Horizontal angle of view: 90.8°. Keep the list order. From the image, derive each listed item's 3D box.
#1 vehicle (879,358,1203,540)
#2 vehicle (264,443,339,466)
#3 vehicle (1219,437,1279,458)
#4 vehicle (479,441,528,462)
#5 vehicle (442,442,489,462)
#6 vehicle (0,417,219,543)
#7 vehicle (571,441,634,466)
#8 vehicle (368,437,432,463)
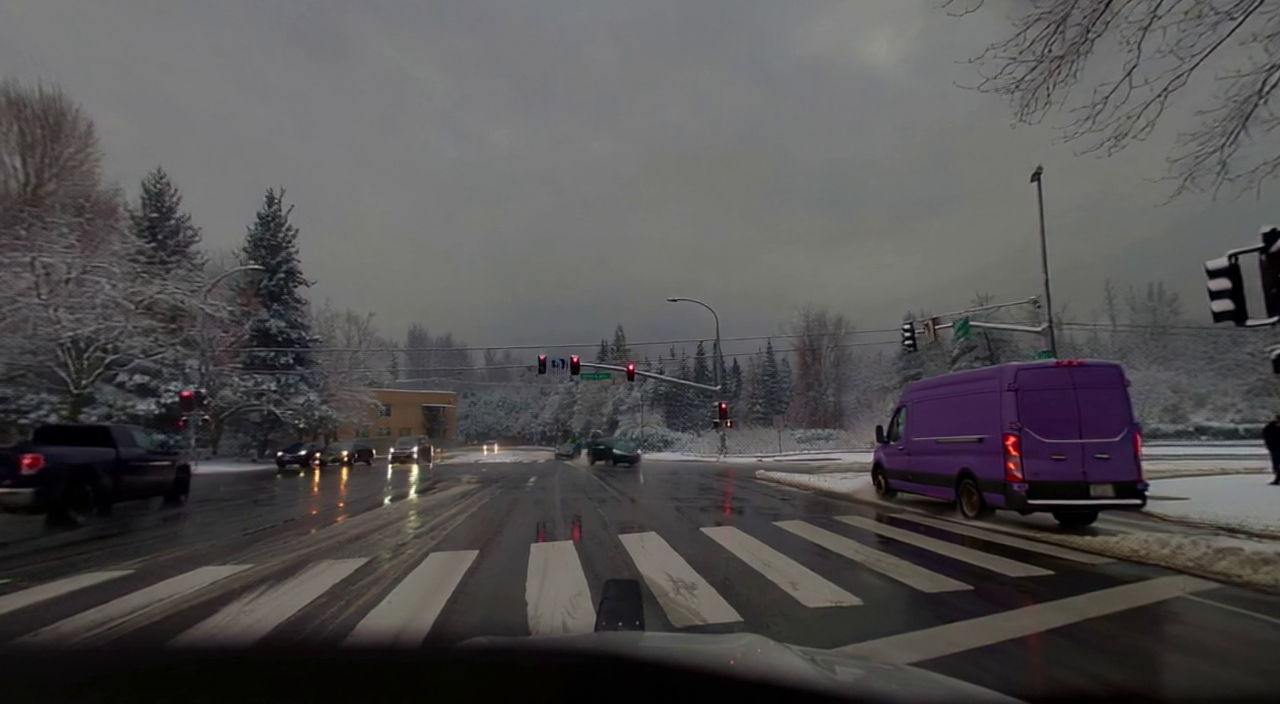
[{"bbox_3d":[6.565,1.733,11.486,2.332,2.511,5.326,0,-9,0],"label":"vehicle"},{"bbox_3d":[-21.830,6.643,41.000,1.859,1.415,4.591,-1,-9,8],"label":"vehicle"},{"bbox_3d":[43.795,6.887,45.433,4.010,1.452,1.800,4,-10,-28],"label":"vehicle"},{"bbox_3d":[-10.141,7.466,47.394,2.097,1.484,4.596,-1,-9,8],"label":"vehicle"},{"bbox_3d":[-13.175,7.590,47.859,1.845,1.426,4.289,-1,-9,8],"label":"vehicle"},{"bbox_3d":[-9.127,2.037,10.610,2.115,1.653,4.553,2,-9,-17],"label":"vehicle"},{"bbox_3d":[-2.265,6.062,37.850,1.907,1.409,3.909,6,-11,-37],"label":"vehicle"},{"bbox_3d":[-17.373,7.144,46.010,2.189,1.753,4.785,-1,-9,8],"label":"vehicle"}]
